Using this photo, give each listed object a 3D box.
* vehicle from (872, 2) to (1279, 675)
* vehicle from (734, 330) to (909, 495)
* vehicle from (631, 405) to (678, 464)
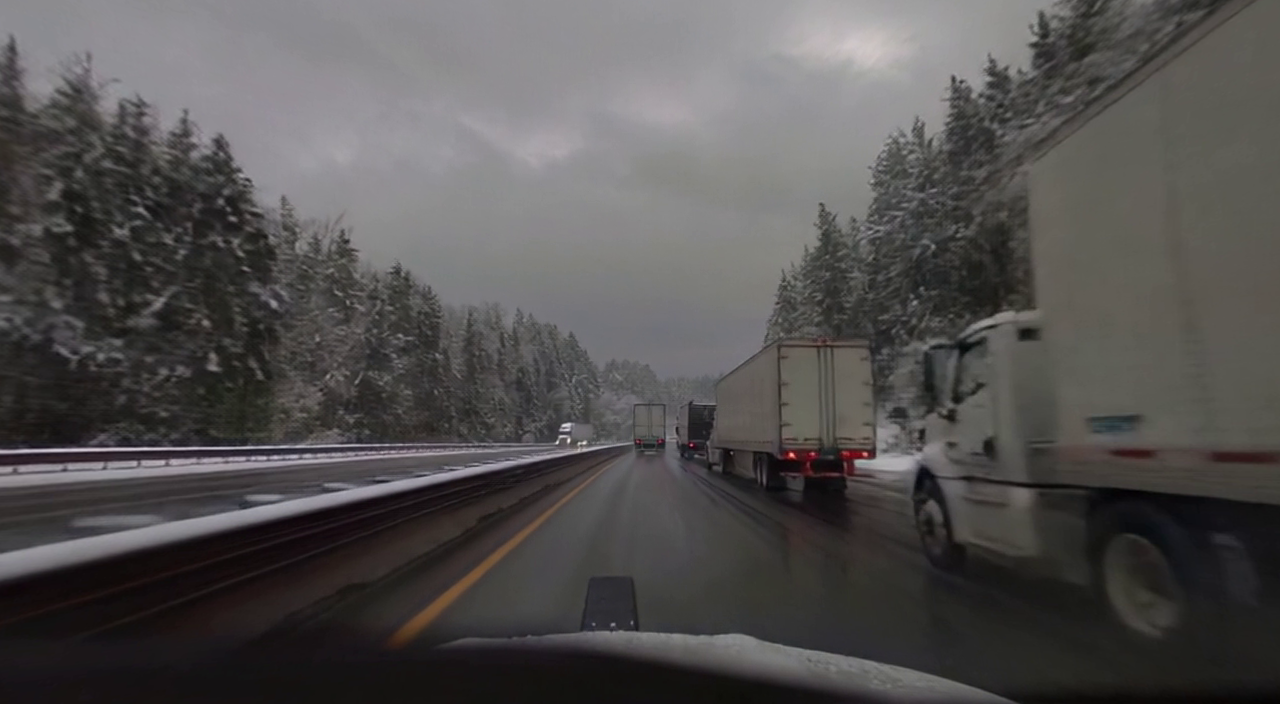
[{"bbox_3d":[5.029,0.204,6.494,2.910,3.989,5.816,0,-8,0],"label":"vehicle"},{"bbox_3d":[4.966,2.001,19.339,2.843,3.940,8.349,0,-8,0],"label":"vehicle"},{"bbox_3d":[0.885,5.170,39.227,2.644,3.247,7.454,-1,-8,1],"label":"vehicle"}]
